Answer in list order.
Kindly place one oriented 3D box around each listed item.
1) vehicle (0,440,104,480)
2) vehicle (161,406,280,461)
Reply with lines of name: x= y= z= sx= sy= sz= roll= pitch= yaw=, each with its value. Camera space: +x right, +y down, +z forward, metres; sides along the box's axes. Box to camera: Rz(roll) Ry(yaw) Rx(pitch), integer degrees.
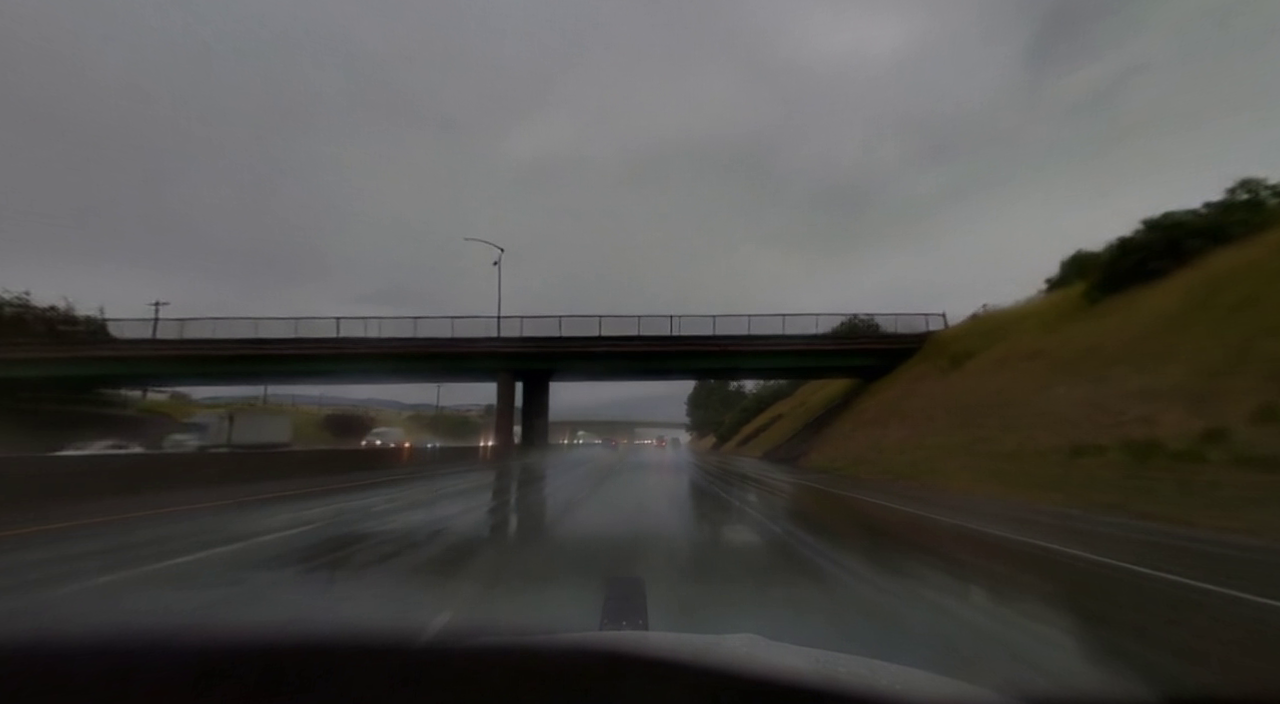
vehicle: x=-24.627 y=4.318 z=25.467 sx=1.805 sy=1.456 sz=4.597 roll=0 pitch=-9 yaw=1
vehicle: x=-31.633 y=6.311 z=48.153 sx=2.915 sy=3.769 sz=8.545 roll=0 pitch=-9 yaw=1
